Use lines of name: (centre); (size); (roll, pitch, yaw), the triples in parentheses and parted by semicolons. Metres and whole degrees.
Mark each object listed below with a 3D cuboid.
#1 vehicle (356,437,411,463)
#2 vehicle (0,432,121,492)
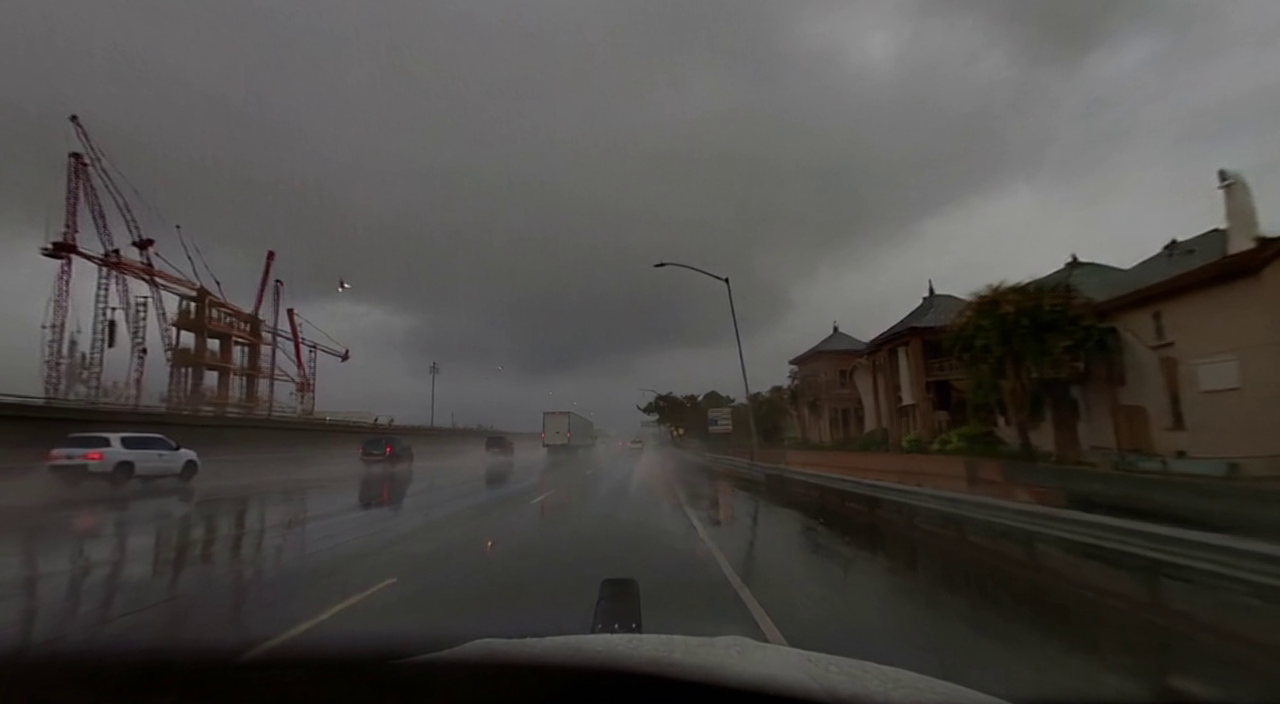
vehicle: (-18.305, 7.015, 45.342); (1.932, 1.752, 4.541); (0, -9, 1)
vehicle: (-18.403, 3.265, 19.001); (1.866, 1.609, 4.315); (0, -9, 0)
